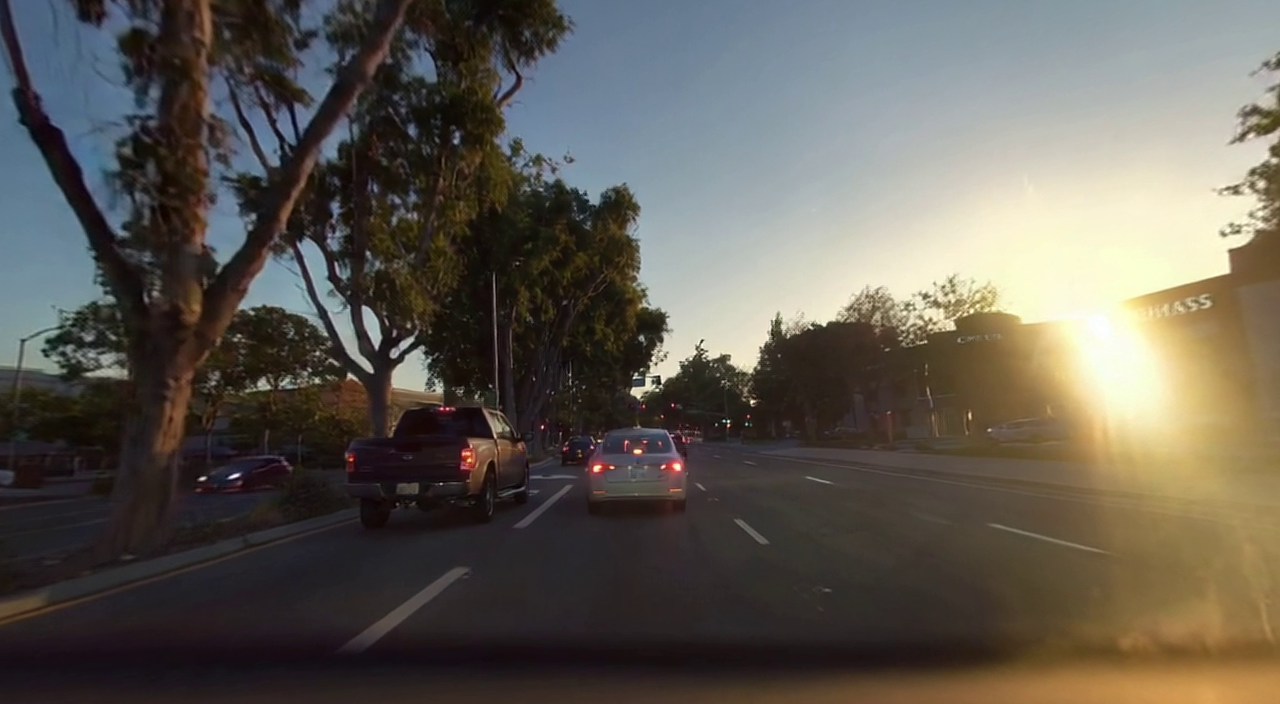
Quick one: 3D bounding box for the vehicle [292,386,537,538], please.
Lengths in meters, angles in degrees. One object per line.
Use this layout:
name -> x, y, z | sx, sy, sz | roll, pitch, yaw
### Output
vehicle -> -3.427, 1.854, 11.157 | 2.301, 1.985, 5.531 | 0, -8, 0

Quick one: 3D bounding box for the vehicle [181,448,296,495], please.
vehicle -> -14.391, 4.261, 22.951 | 1.737, 1.498, 3.854 | 0, -8, -2

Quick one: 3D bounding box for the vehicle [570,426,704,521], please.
vehicle -> -0.116, 2.224, 12.075 | 2.126, 1.475, 3.967 | 0, -8, -2
